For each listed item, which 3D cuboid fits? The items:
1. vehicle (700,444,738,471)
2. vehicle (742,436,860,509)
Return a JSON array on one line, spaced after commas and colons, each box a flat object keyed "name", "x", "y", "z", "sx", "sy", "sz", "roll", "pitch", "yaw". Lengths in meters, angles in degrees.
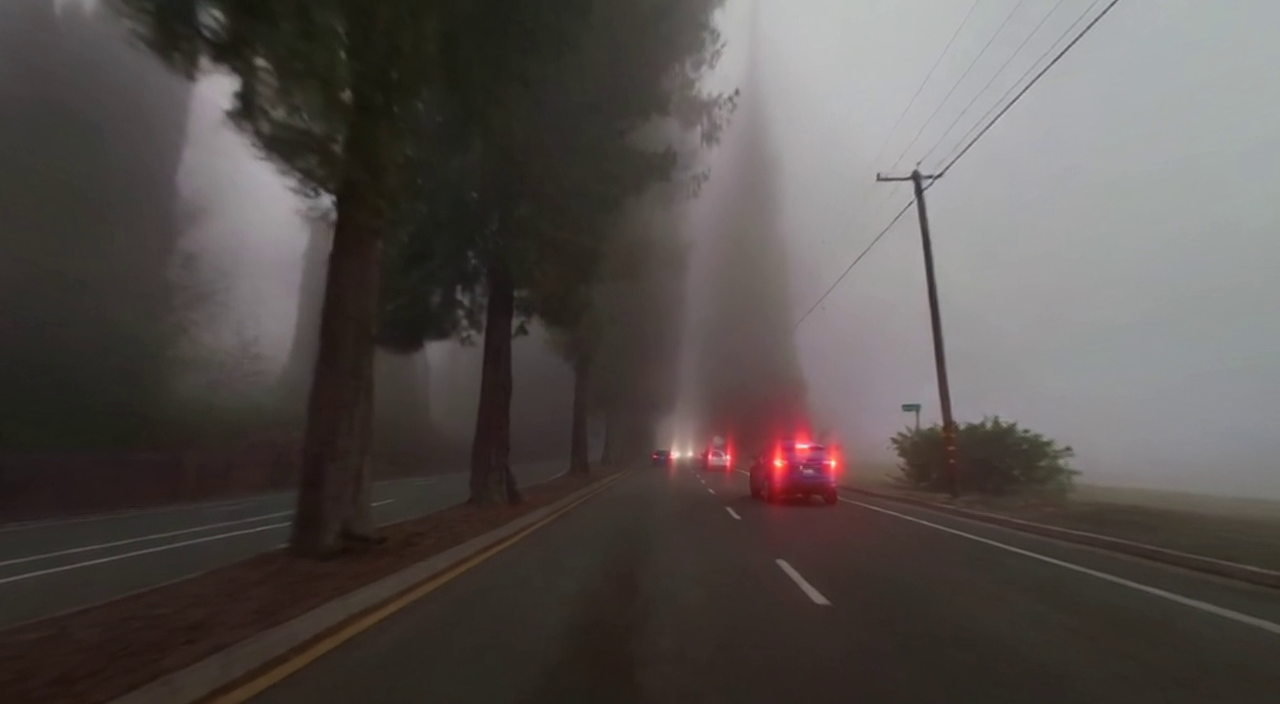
[{"name": "vehicle", "x": 5.175, "y": 6.971, "z": 41.826, "sx": 2.110, "sy": 1.666, "sz": 3.912, "roll": 0, "pitch": -8, "yaw": 2}, {"name": "vehicle", "x": 3.996, "y": 3.034, "z": 16.416, "sx": 2.052, "sy": 1.639, "sz": 4.123, "roll": 0, "pitch": -8, "yaw": 1}]
